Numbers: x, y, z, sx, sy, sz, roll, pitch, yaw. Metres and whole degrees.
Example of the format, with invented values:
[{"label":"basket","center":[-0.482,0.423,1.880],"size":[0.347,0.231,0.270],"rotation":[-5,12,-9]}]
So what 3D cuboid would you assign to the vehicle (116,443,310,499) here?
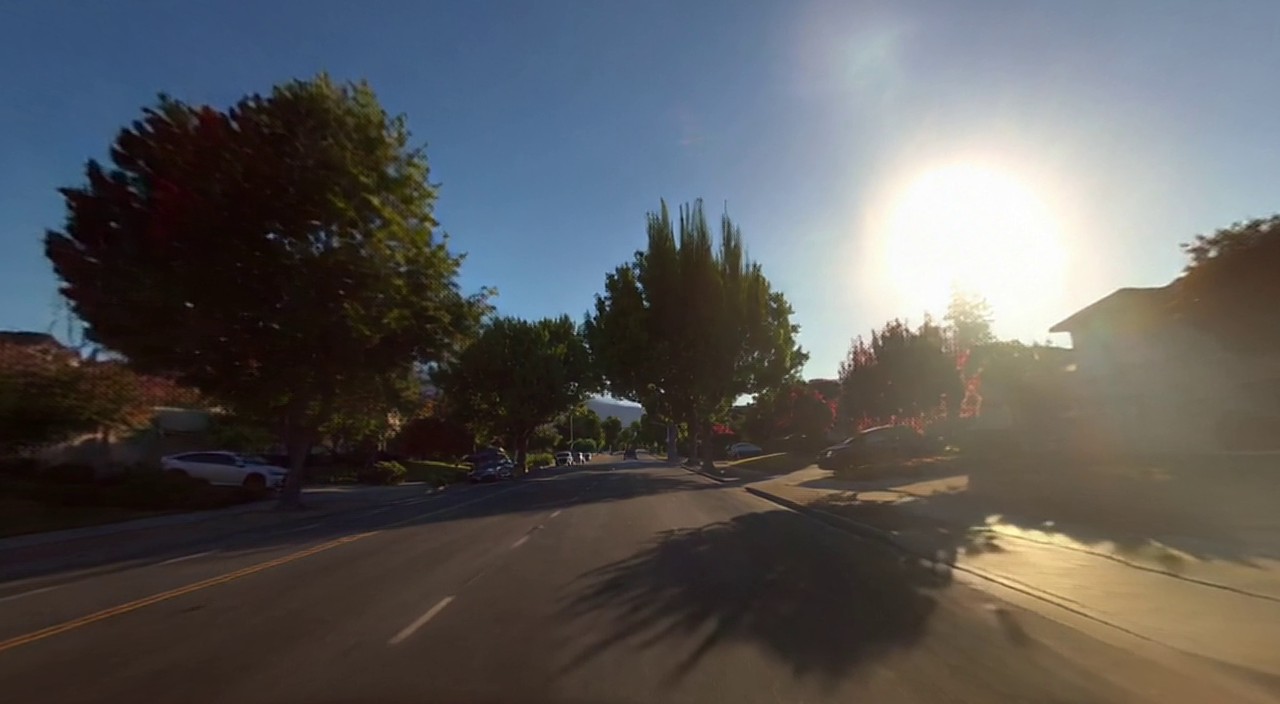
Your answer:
[{"label":"vehicle","center":[-14.261,3.992,21.376],"size":[4.995,1.760,1.988],"rotation":[0,-9,-2]}]

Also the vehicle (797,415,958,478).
[{"label":"vehicle","center":[8.967,3.624,24.202],"size":[5.221,1.958,1.992],"rotation":[-4,-9,0]}]

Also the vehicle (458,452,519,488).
[{"label":"vehicle","center":[-7.668,6.010,32.436],"size":[1.973,1.500,4.781],"rotation":[-5,-9,-2]}]
